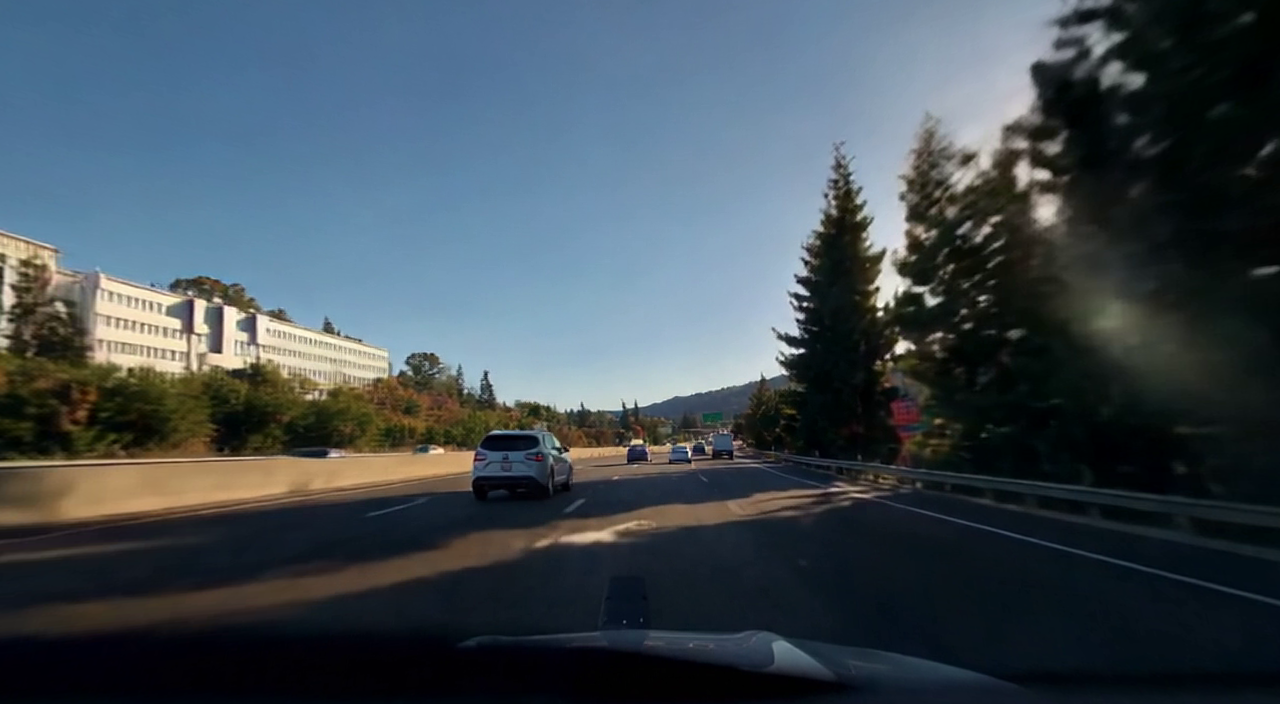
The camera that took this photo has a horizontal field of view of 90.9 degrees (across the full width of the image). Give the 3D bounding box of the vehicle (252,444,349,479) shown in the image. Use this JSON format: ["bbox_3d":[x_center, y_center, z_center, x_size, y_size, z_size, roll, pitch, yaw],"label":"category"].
[{"bbox_3d":[-15.708,5.066,29.481,1.907,1.454,4.406,0,-8,3],"label":"vehicle"}]

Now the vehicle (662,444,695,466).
[{"bbox_3d":[2.650,7.057,43.387,2.158,1.458,3.656,-1,-9,4],"label":"vehicle"}]

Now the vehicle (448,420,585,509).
[{"bbox_3d":[-2.796,2.721,15.636,2.185,1.823,4.854,0,-9,3],"label":"vehicle"}]
